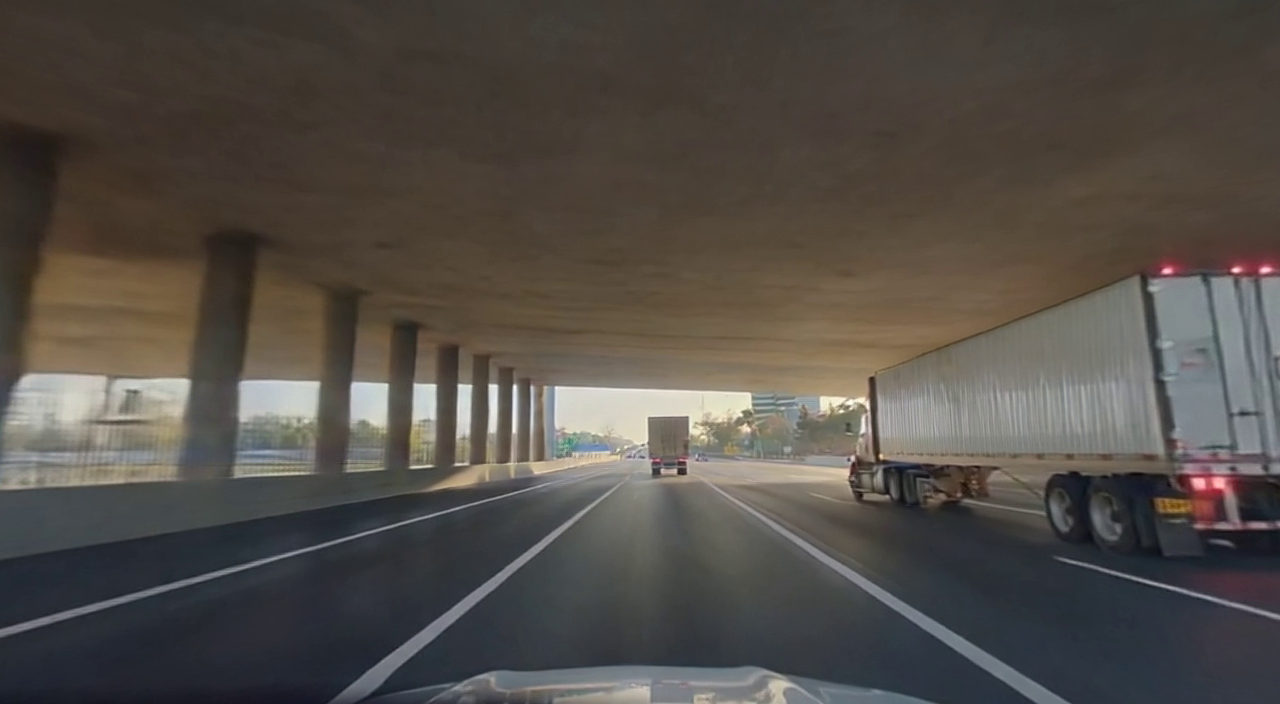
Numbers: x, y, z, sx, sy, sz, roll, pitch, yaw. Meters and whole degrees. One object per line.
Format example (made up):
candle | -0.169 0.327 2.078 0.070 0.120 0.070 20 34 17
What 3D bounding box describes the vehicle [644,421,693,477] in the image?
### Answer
vehicle | 2.230 7.581 49.051 3.244 3.713 12.155 -1 -9 3
